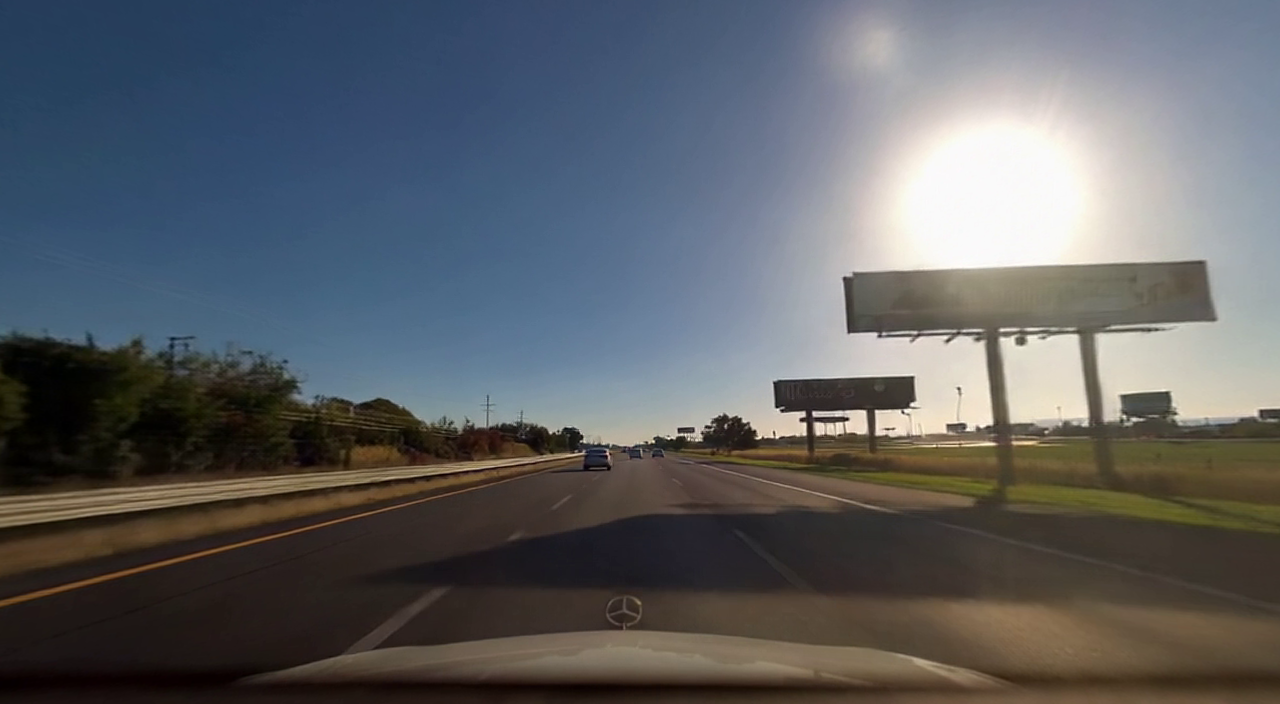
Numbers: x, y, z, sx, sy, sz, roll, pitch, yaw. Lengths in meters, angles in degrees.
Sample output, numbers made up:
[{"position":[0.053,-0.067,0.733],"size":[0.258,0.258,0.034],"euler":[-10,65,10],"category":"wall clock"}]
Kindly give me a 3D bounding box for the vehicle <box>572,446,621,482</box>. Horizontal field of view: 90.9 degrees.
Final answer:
[{"position":[-1.875,5.014,28.468],"size":[1.916,1.494,4.335],"euler":[0,-9,0],"category":"vehicle"}]
